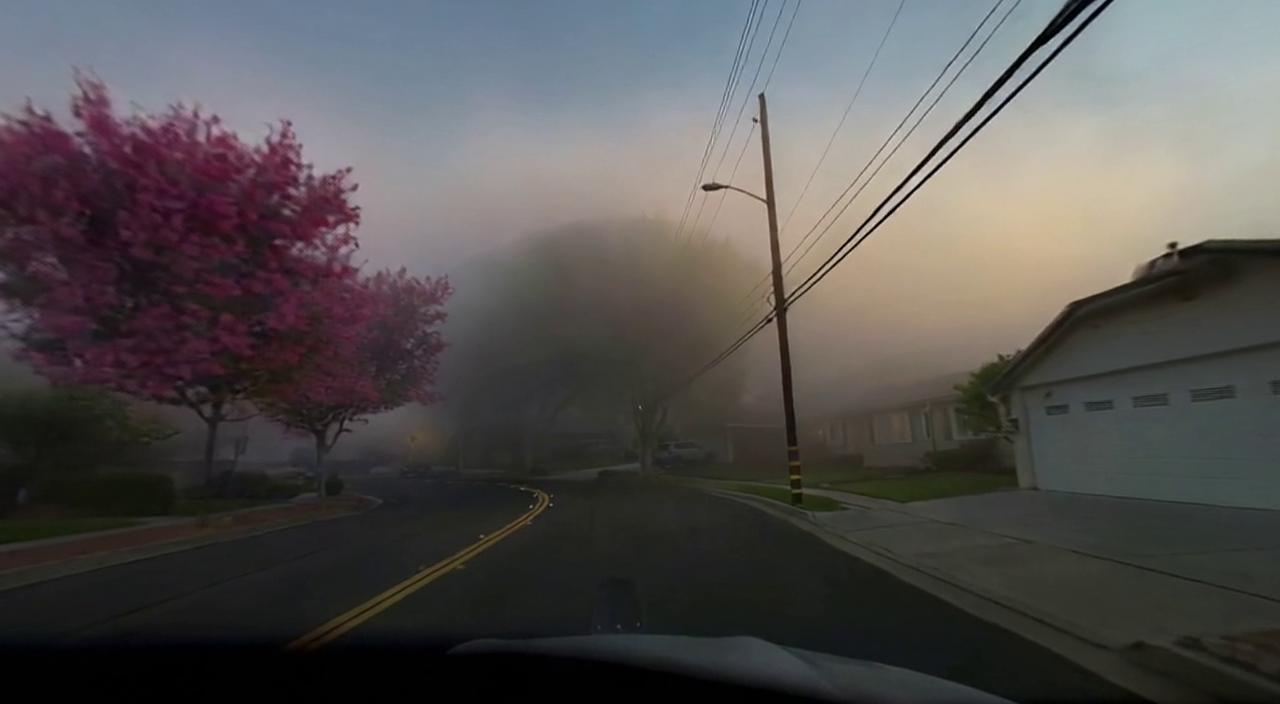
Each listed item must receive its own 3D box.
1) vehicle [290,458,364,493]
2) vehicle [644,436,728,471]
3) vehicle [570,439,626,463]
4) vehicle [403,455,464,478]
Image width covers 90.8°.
[{"bbox_3d":[-17.254,6.749,34.806,3.897,1.493,1.942,-3,-6,34],"label":"vehicle"},{"bbox_3d":[2.717,5.912,36.955,4.459,1.738,1.930,1,-8,-28],"label":"vehicle"},{"bbox_3d":[-3.229,7.719,49.332,2.043,1.819,4.476,-6,-10,33],"label":"vehicle"},{"bbox_3d":[-14.674,8.089,44.785,4.019,1.484,1.978,-6,-10,33],"label":"vehicle"}]
